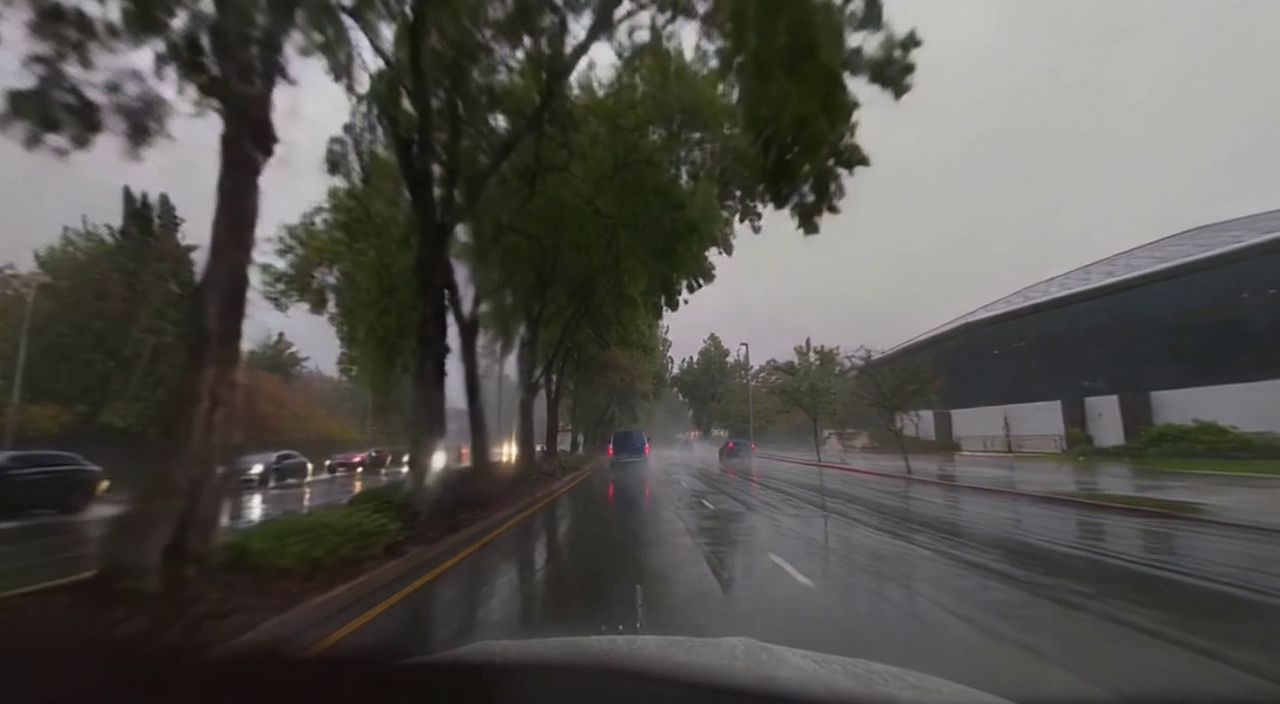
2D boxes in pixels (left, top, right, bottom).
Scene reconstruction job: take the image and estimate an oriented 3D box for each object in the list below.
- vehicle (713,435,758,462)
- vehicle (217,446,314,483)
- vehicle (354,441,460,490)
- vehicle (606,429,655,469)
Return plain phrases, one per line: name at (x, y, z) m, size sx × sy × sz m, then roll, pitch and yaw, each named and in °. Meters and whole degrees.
vehicle at (6.797, 6.929, 45.470) m, size 2.364 × 1.781 × 4.854 m, roll 0°, pitch -8°, yaw -2°
vehicle at (-18.548, 5.560, 31.563) m, size 1.980 × 1.712 × 4.535 m, roll 0°, pitch -8°, yaw 1°
vehicle at (-7.756, 3.813, 21.551) m, size 1.964 × 1.478 × 4.368 m, roll 0°, pitch -8°, yaw 0°
vehicle at (-0.490, 5.153, 33.631) m, size 2.411 × 1.937 × 5.186 m, roll 0°, pitch -8°, yaw 0°
